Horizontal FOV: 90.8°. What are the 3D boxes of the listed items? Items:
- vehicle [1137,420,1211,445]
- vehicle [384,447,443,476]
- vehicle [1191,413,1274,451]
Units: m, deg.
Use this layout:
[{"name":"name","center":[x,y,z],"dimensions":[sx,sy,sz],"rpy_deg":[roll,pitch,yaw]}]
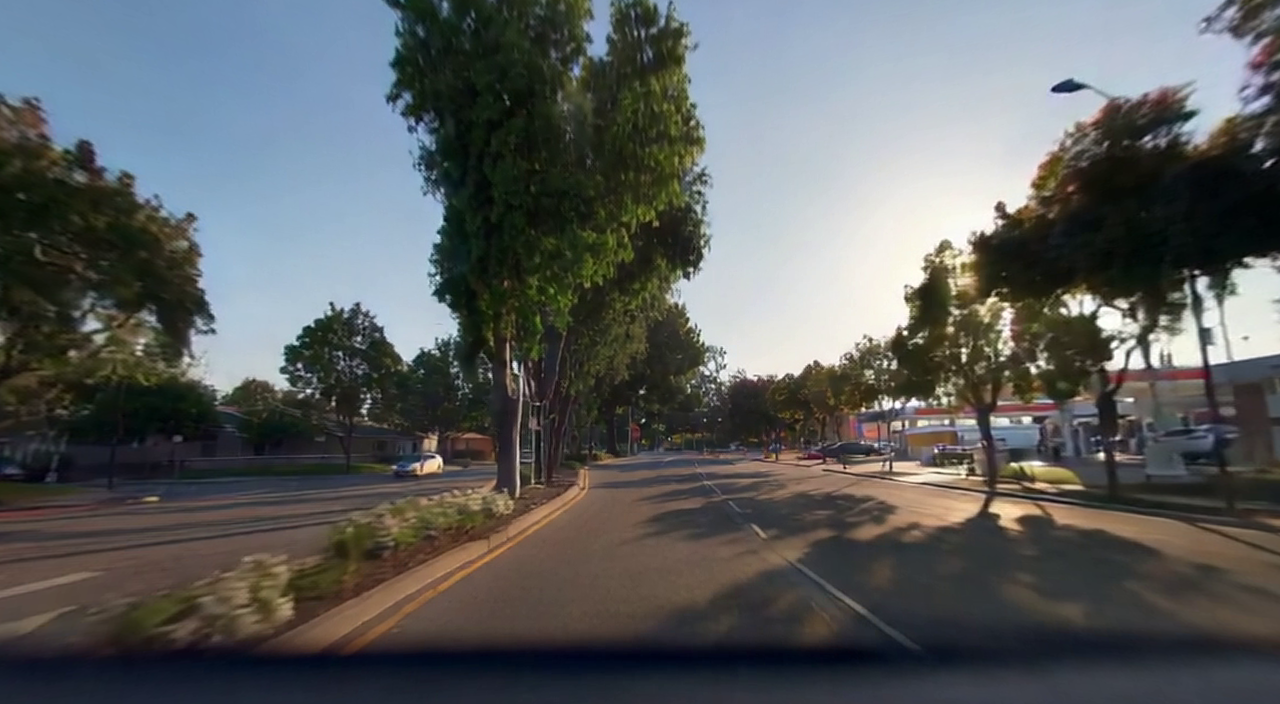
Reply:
[{"name":"vehicle","center":[30.400,4.583,35.995],"dimensions":[3.303,1.375,1.483],"rpy_deg":[2,-6,-13]},{"name":"vehicle","center":[-15.877,7.709,44.655],"dimensions":[2.191,1.879,4.675],"rpy_deg":[-1,-8,3]},{"name":"vehicle","center":[30.884,4.174,32.929],"dimensions":[3.449,1.428,1.548],"rpy_deg":[-5,-9,-20]}]
